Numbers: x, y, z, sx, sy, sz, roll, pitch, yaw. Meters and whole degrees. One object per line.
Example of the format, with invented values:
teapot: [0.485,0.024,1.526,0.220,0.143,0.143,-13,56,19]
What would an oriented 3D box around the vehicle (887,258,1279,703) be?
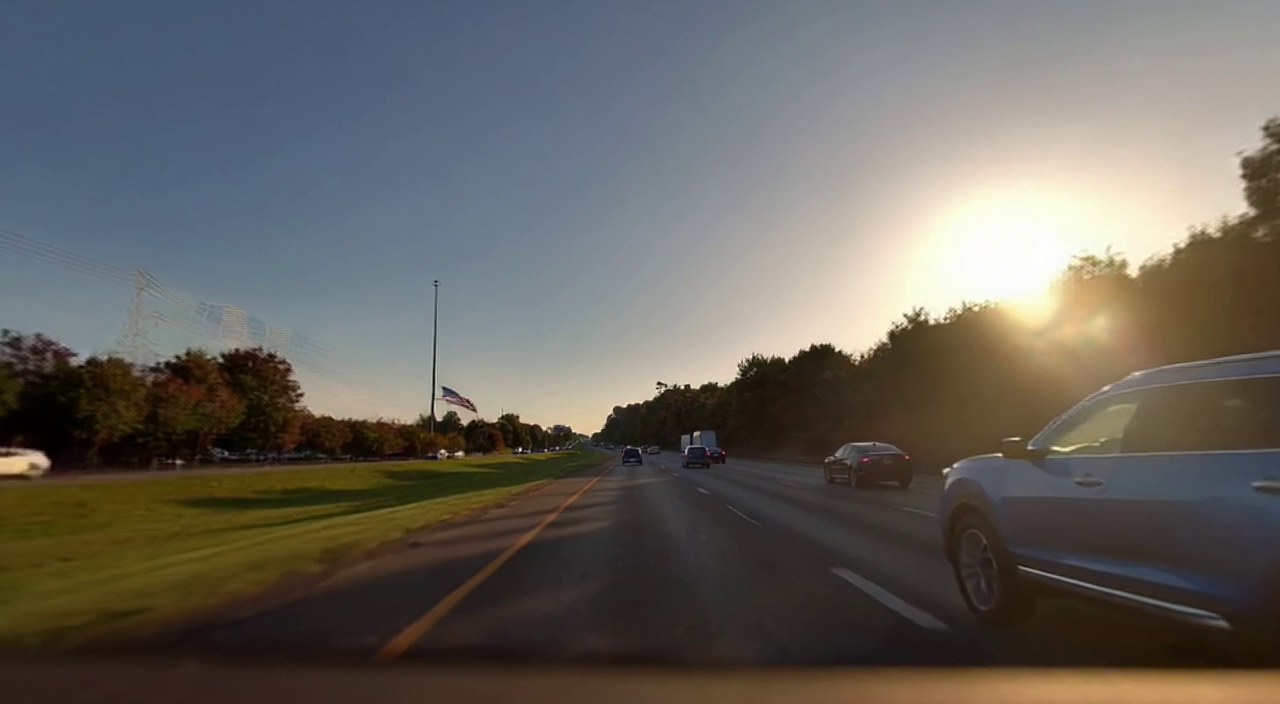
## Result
vehicle: [3.700,0.744,3.080,2.461,2.013,6.075,0,-8,-1]

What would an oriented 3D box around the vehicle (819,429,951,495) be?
vehicle: [7.392,3.369,19.745,2.114,1.800,4.779,0,-8,-1]

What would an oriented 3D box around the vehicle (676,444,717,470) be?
vehicle: [3.361,6.323,38.270,1.978,1.488,4.252,0,-8,-2]

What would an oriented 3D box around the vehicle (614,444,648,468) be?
vehicle: [-0.590,6.839,41.700,2.085,1.449,3.860,0,-8,-1]
